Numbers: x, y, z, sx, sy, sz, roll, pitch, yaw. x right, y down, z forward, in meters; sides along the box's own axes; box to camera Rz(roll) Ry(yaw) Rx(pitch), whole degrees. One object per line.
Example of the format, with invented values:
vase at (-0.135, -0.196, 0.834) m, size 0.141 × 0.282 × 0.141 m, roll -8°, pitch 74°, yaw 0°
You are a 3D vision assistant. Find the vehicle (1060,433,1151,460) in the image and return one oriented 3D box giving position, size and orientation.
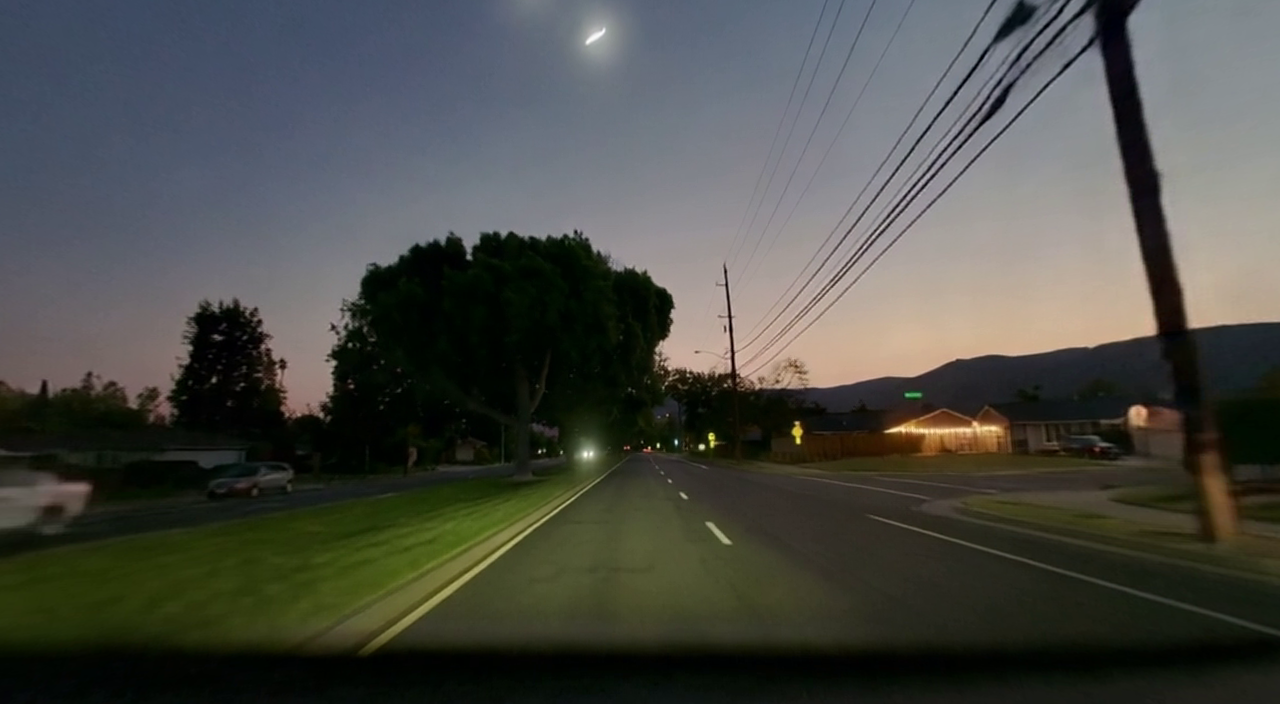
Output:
vehicle at (30.285, 6.178, 41.184) m, size 4.300 × 1.684 × 1.904 m, roll 0°, pitch -8°, yaw 3°

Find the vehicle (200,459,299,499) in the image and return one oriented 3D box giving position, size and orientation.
vehicle at (-18.992, 6.160, 31.002) m, size 1.955 × 1.584 × 4.664 m, roll -4°, pitch -8°, yaw 0°

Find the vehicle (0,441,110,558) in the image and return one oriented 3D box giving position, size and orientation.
vehicle at (-10.349, 2.127, 9.035) m, size 1.933 × 1.709 × 4.063 m, roll 0°, pitch -8°, yaw 0°
